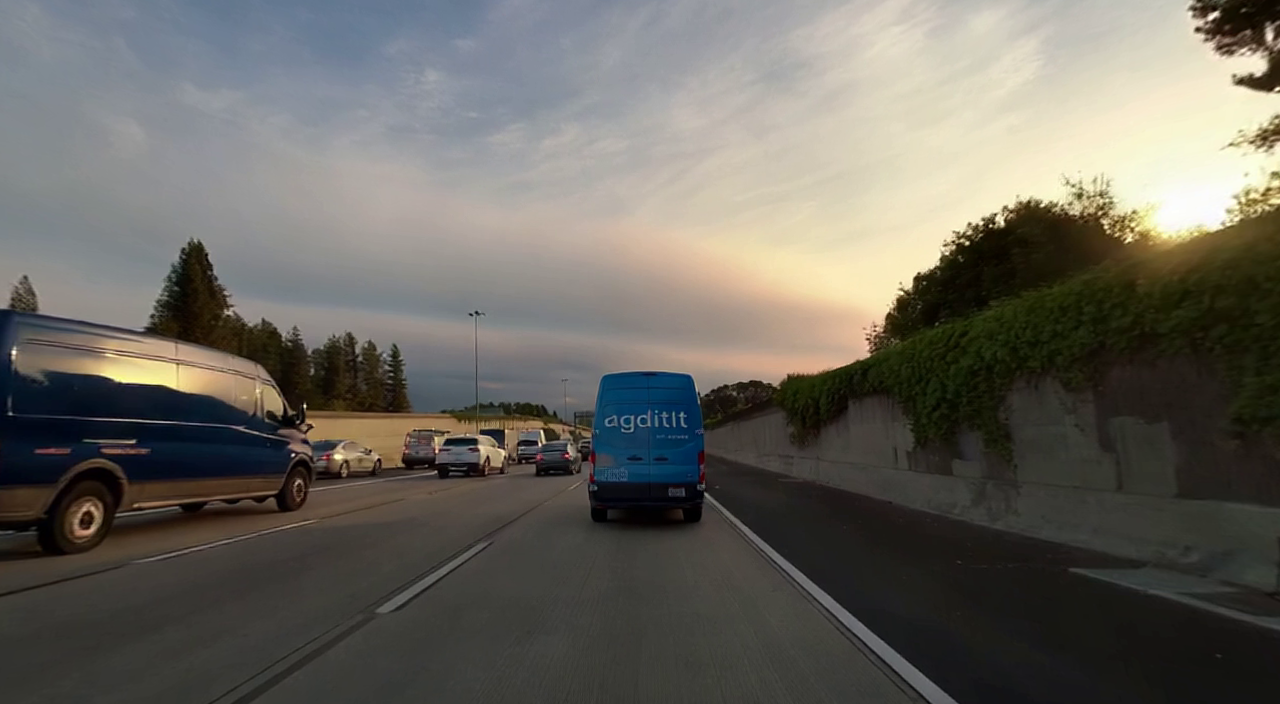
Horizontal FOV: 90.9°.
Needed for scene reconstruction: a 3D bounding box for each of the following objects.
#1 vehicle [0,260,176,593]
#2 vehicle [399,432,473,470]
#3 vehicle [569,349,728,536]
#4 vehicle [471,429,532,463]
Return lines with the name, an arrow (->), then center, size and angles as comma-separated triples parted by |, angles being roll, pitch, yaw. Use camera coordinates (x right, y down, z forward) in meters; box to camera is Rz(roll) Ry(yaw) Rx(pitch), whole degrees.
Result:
vehicle -> -7.407, 0.475, 4.368 | 2.717, 3.113, 7.354 | 0, -8, 0
vehicle -> -10.498, 5.136, 32.894 | 2.061, 1.846, 4.852 | -1, -8, 2
vehicle -> 0.179, 1.787, 12.518 | 2.316, 2.738, 6.398 | 0, -8, 1
vehicle -> -9.454, 6.533, 43.767 | 2.566, 2.158, 5.957 | -1, -8, 3
